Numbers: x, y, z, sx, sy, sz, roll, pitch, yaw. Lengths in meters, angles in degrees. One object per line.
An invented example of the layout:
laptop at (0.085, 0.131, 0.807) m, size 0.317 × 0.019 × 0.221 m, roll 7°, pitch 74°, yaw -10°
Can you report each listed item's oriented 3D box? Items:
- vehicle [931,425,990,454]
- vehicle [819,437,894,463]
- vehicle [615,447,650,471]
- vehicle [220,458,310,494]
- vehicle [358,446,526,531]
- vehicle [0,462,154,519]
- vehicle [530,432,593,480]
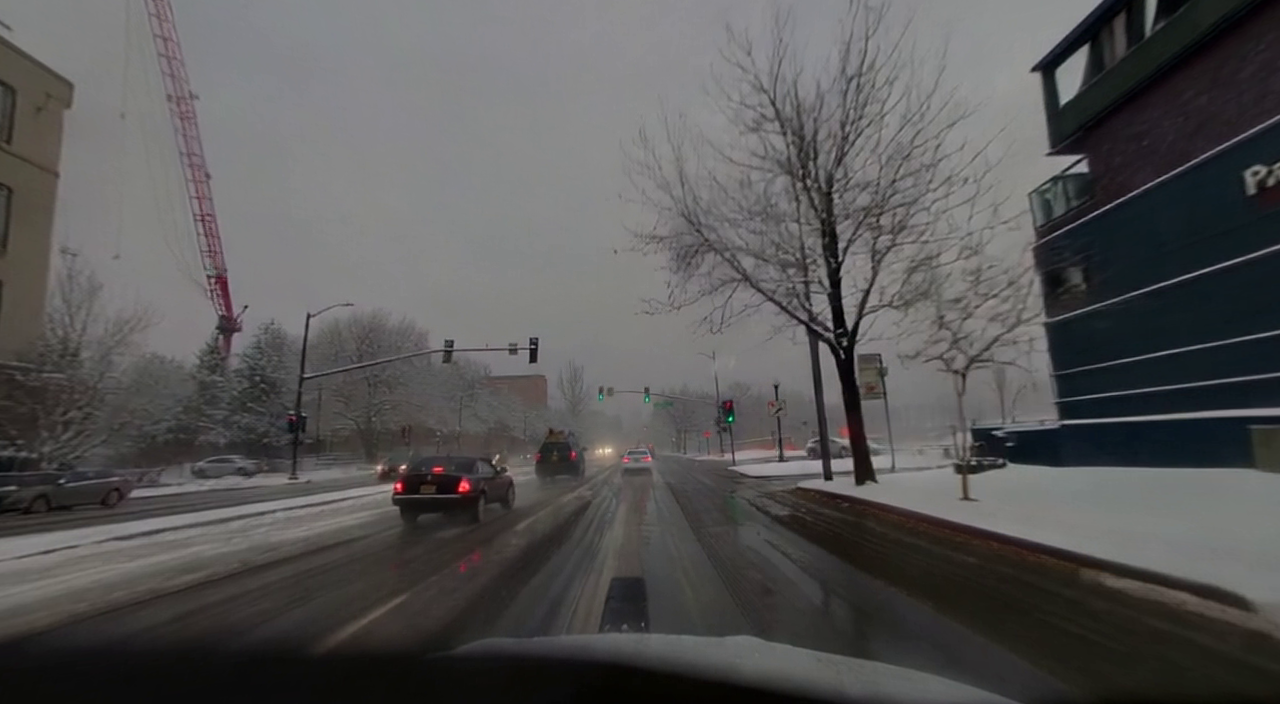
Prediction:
vehicle at (23.378, 6.393, 45.813) m, size 2.304 × 1.936 × 5.023 m, roll -9°, pitch -12°, yaw 43°
vehicle at (13.348, 6.031, 38.952) m, size 4.061 × 1.465 × 1.803 m, roll 2°, pitch -8°, yaw -18°
vehicle at (-0.434, 6.950, 41.207) m, size 2.171 × 1.422 × 4.146 m, roll 0°, pitch -9°, yaw 0°
vehicle at (-19.449, 6.418, 32.950) m, size 1.965 × 1.539 × 4.461 m, roll -5°, pitch -9°, yaw 1°
vehicle at (-3.748, 2.657, 12.944) m, size 1.959 × 1.406 × 4.527 m, roll 0°, pitch -9°, yaw 0°
vehicle at (-19.466, 4.563, 21.253) m, size 1.993 × 1.552 × 5.039 m, roll -1°, pitch -9°, yaw 2°
vehicle at (-3.578, 4.847, 29.593) m, size 2.240 × 2.054 × 4.662 m, roll 0°, pitch -9°, yaw 1°
